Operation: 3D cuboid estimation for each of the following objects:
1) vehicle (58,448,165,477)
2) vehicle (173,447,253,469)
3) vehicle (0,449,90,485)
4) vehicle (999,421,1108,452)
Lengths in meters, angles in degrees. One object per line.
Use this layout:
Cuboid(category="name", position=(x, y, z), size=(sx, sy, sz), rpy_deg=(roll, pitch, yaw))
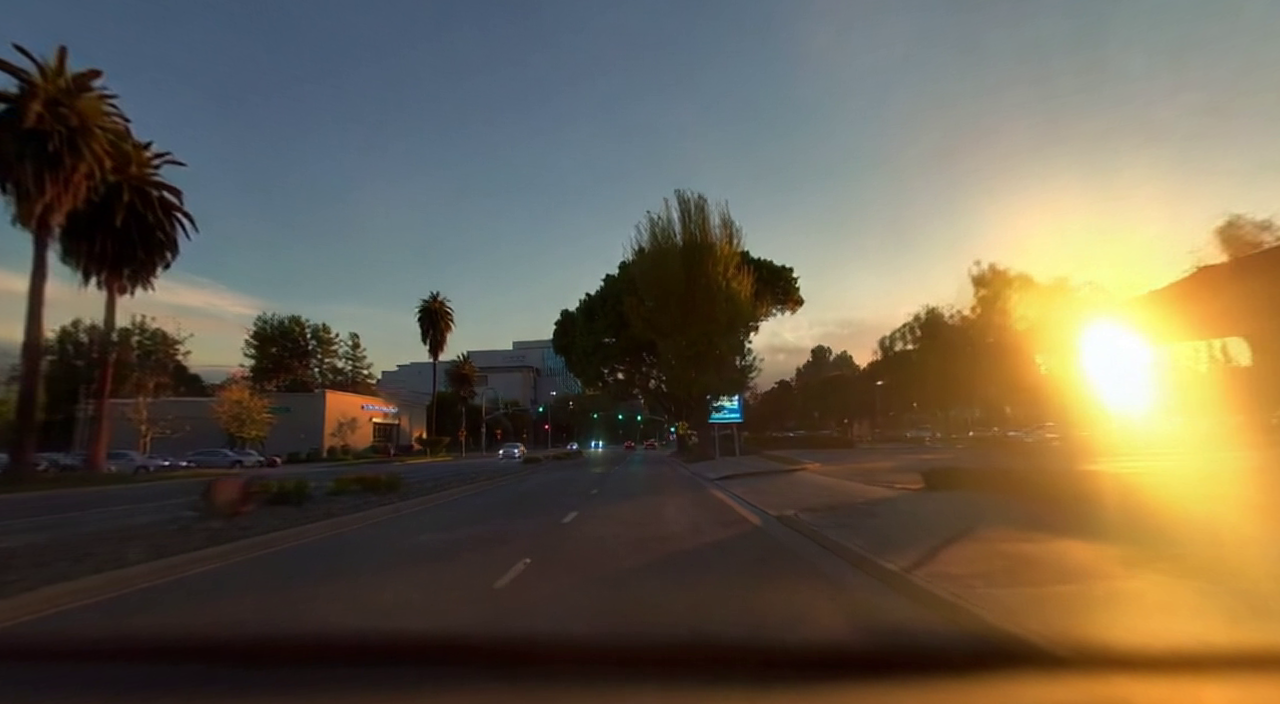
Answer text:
Cuboid(category="vehicle", position=(-29.901, 6.258, 35.598), size=(4.310, 1.533, 1.917), rpy_deg=(0, -8, 1))
Cuboid(category="vehicle", position=(-29.735, 7.378, 43.778), size=(4.133, 1.501, 1.876), rpy_deg=(0, -8, 0))
Cuboid(category="vehicle", position=(-29.601, 5.565, 30.231), size=(4.463, 1.497, 1.889), rpy_deg=(-4, -9, 0))
Cuboid(category="vehicle", position=(25.157, 5.150, 38.317), size=(5.117, 1.813, 2.052), rpy_deg=(0, -8, 0))
